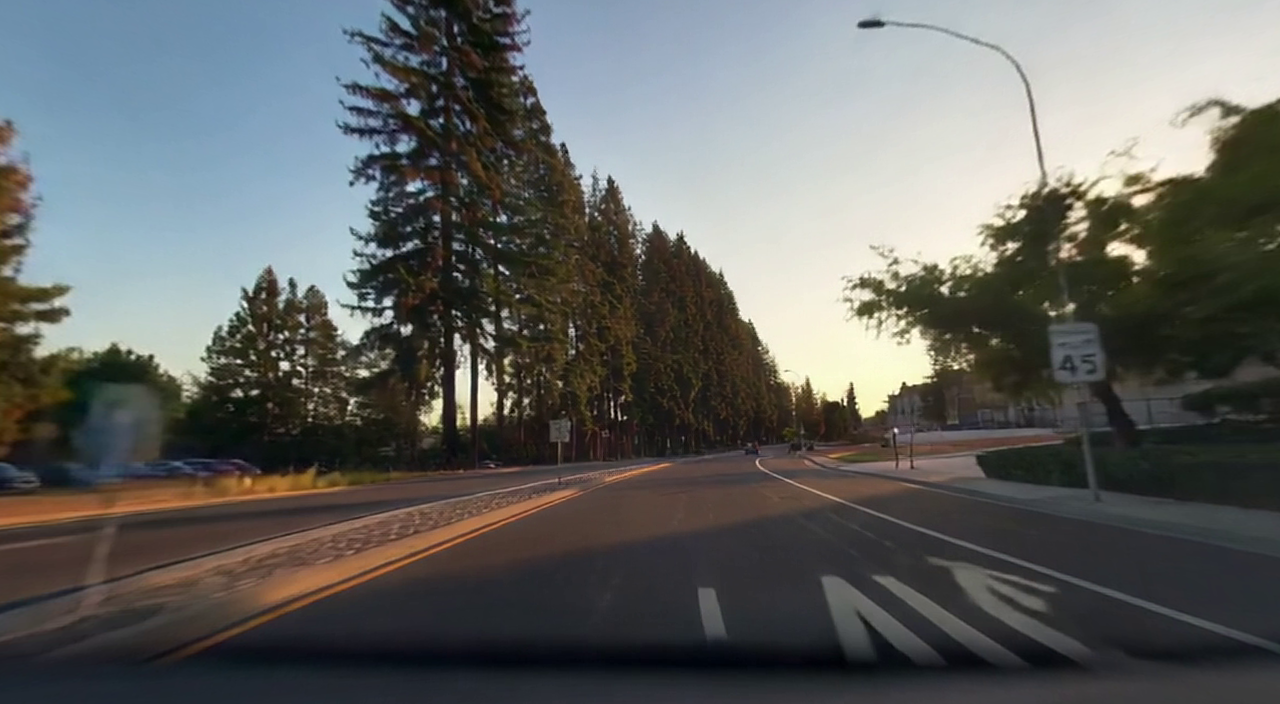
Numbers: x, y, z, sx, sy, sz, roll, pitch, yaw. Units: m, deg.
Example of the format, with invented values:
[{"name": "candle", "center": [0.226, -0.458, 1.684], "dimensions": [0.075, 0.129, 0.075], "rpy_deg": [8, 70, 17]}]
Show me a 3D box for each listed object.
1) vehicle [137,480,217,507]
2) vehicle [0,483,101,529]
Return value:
[{"name": "vehicle", "center": [-32.504, 9.938, 44.553], "dimensions": [1.842, 1.584, 4.567], "rpy_deg": [-6, -11, 7]}, {"name": "vehicle", "center": [-26.168, 6.667, 27.160], "dimensions": [1.911, 1.583, 4.279], "rpy_deg": [-8, -10, 9]}]
